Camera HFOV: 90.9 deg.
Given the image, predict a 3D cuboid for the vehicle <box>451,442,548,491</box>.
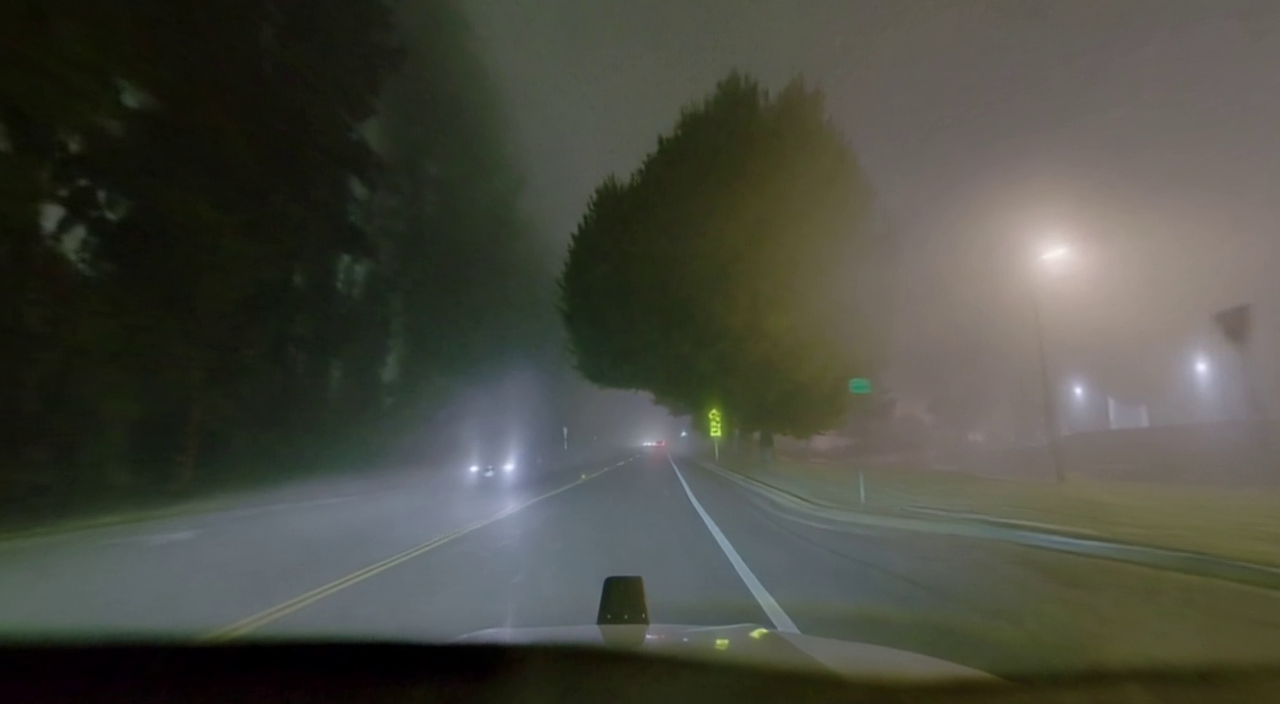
[{"bbox_3d":[-4.310,3.553,20.015,1.923,1.366,3.965,-1,-8,4],"label":"vehicle"}]
